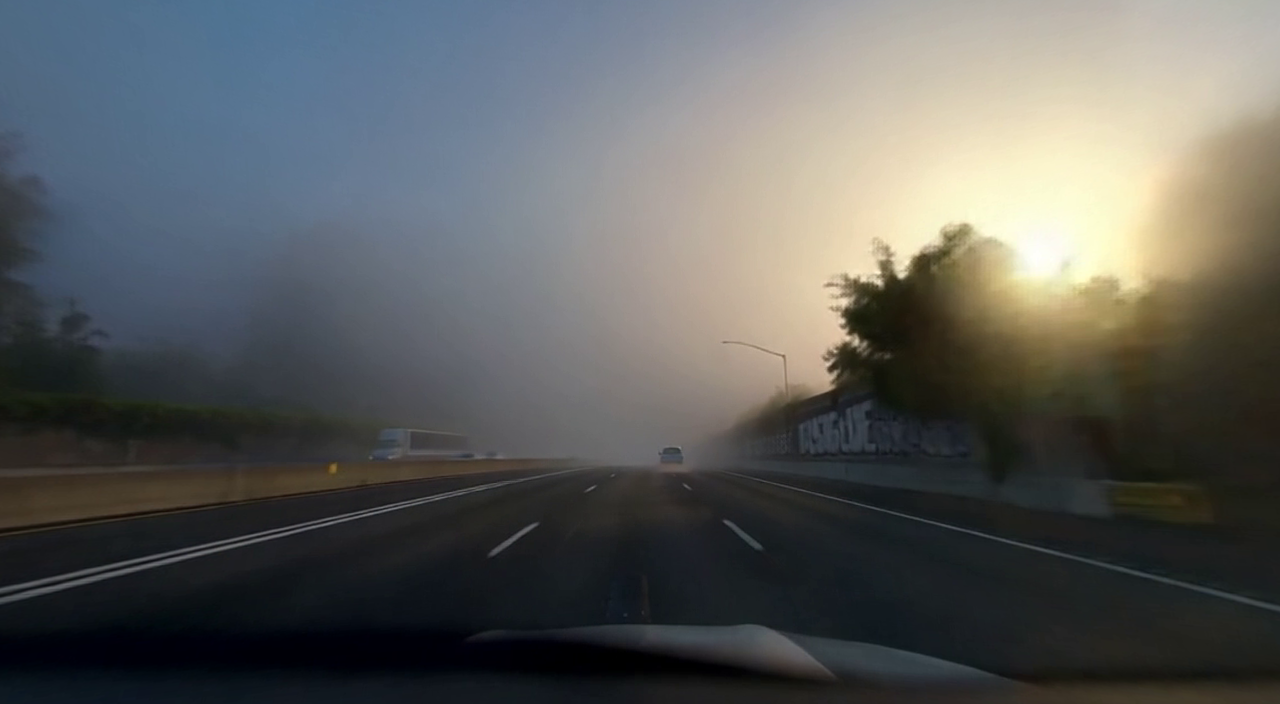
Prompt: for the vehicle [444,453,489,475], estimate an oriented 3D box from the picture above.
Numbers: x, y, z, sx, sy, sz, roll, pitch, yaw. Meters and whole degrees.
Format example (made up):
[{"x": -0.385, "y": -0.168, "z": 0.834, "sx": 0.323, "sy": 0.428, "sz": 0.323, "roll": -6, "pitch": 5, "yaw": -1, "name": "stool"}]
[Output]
[{"x": -12.251, "y": 7.910, "z": 44.757, "sx": 1.866, "sy": 1.480, "sz": 4.496, "roll": 0, "pitch": -9, "yaw": 1, "name": "vehicle"}]
